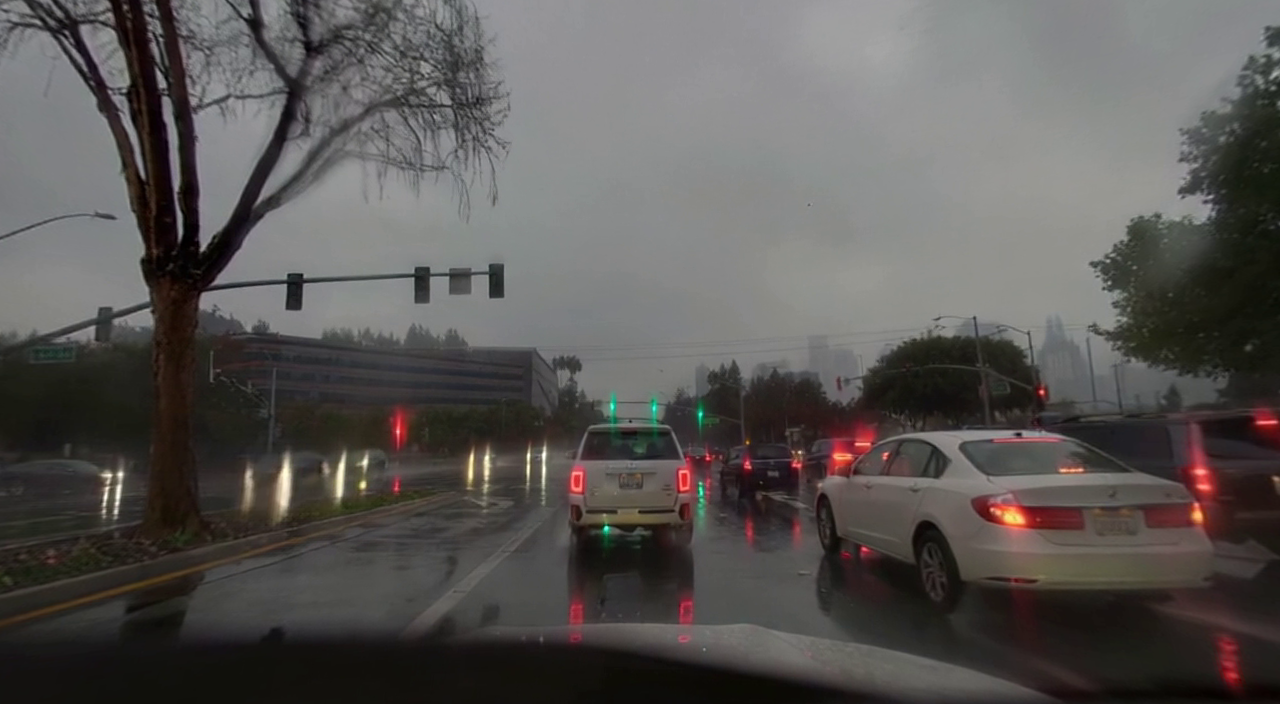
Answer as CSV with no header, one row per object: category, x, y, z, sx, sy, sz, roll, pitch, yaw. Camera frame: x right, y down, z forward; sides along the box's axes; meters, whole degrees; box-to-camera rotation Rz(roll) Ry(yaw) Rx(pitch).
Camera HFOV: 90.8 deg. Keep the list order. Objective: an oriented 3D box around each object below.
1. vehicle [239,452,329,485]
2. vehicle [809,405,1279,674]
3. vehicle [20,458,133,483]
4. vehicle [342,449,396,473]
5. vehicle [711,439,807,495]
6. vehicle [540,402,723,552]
vehicle,-17.447,5.707,31.250,1.836,1.468,4.449,0,-9,0
vehicle,3.379,1.455,6.170,2.034,1.558,4.774,0,-8,-1
vehicle,-35.084,7.366,39.468,4.845,1.442,1.880,2,-9,-13
vehicle,-20.935,8.408,49.075,2.138,1.708,4.589,-1,-9,1
vehicle,3.503,3.466,19.466,2.004,1.523,4.263,0,-9,-2
vehicle,-0.148,1.853,9.984,2.236,1.827,4.316,0,-8,-1
